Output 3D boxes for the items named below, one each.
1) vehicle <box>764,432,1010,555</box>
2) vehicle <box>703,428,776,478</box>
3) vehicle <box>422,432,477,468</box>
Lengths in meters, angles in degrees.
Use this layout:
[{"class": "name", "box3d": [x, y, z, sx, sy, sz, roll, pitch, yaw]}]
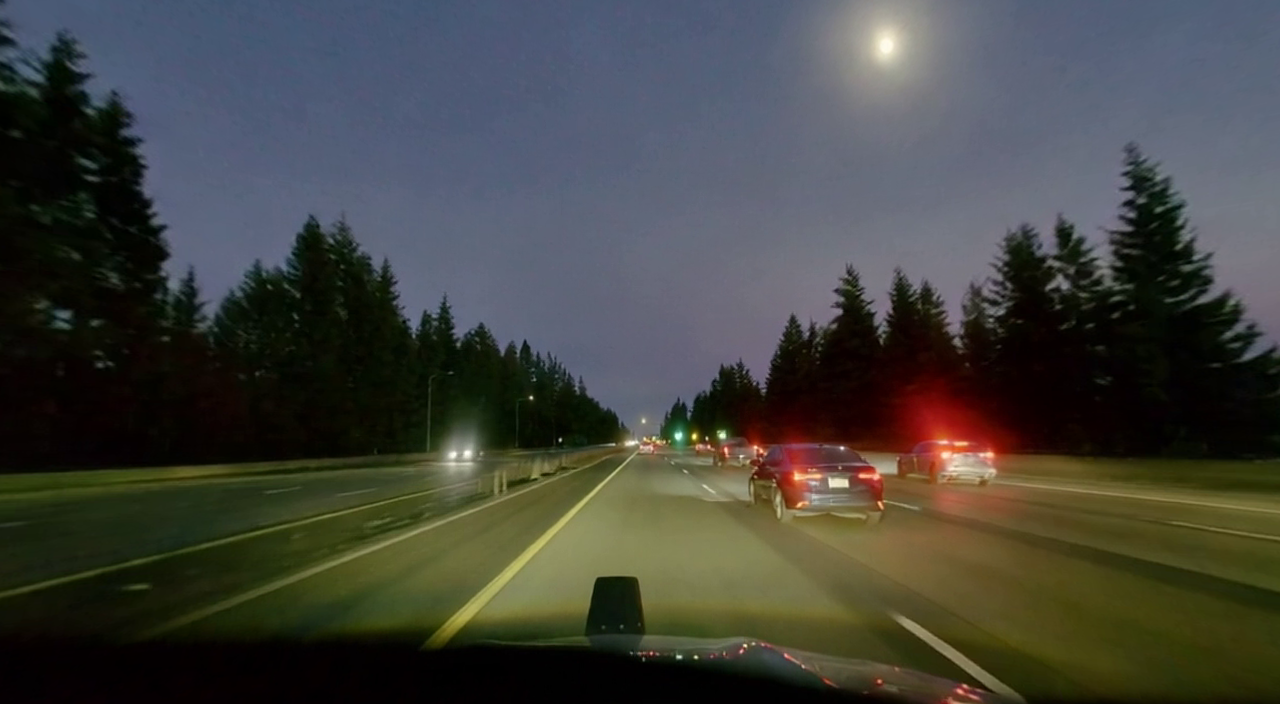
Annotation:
[{"class": "vehicle", "box3d": [3.463, 2.058, 10.019, 1.904, 1.453, 4.789, 0, -8, -1]}, {"class": "vehicle", "box3d": [4.134, 4.320, 27.103, 2.206, 1.902, 5.460, 0, -8, 0]}, {"class": "vehicle", "box3d": [-14.538, 7.500, 48.354, 2.305, 2.613, 5.756, 0, -8, 1]}]
